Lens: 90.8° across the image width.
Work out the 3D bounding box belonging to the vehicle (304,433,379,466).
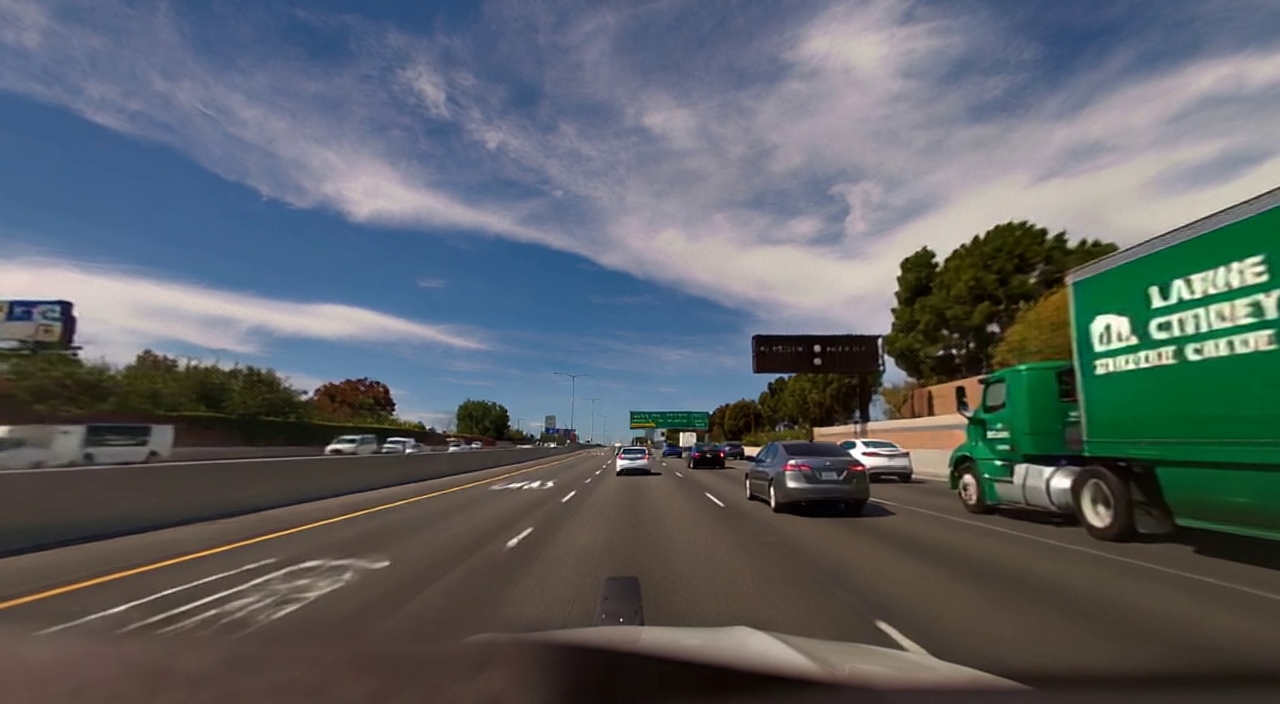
[{"bbox_3d":[-17.780,5.835,37.914,2.118,1.795,4.929,0,-9,0],"label":"vehicle"}]

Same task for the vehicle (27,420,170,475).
[{"bbox_3d":[-25.721,4.578,30.351,2.546,2.417,4.759,0,-9,0],"label":"vehicle"}]

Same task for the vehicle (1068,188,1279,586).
[{"bbox_3d":[7.376,0.070,4.203,2.799,3.655,8.627,0,-9,-1],"label":"vehicle"}]

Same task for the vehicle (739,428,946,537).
[{"bbox_3d":[3.220,2.192,11.287,1.993,1.504,4.781,0,-9,-2],"label":"vehicle"}]

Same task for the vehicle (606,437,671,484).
[{"bbox_3d":[-0.075,3.782,22.324,2.098,1.475,3.997,0,-9,-1],"label":"vehicle"}]

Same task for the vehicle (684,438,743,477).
[{"bbox_3d":[2.981,4.402,26.597,1.856,1.517,4.198,0,-9,-2],"label":"vehicle"}]
